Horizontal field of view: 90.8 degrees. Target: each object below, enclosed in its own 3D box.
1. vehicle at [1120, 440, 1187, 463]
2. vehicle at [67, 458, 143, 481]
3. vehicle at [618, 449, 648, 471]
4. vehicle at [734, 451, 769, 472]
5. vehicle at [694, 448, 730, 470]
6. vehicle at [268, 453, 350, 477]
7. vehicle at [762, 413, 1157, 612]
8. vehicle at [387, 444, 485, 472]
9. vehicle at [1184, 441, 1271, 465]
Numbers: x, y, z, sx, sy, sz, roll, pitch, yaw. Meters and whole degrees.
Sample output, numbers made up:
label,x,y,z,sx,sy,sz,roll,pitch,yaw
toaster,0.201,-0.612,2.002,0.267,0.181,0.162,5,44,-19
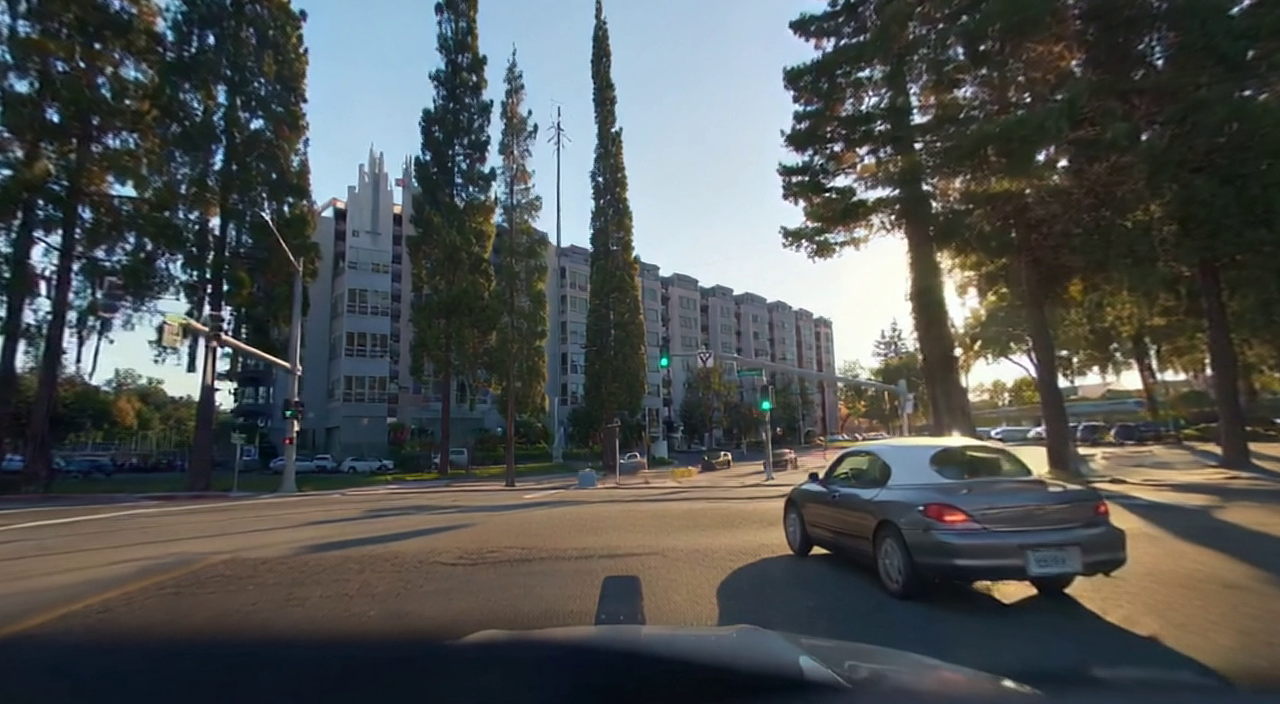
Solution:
label,x,y,z,sx,sy,sz,roll,pitch,yaw
vehicle,35.365,6.885,43.593,1.649,1.463,3.507,-1,-10,1
vehicle,-35.862,7.865,42.478,1.709,1.410,3.945,0,-9,-1
vehicle,-0.529,7.664,45.023,2.024,1.489,4.613,0,-9,-1
vehicle,7.896,7.761,44.987,1.889,1.358,3.751,0,-9,1
vehicle,5.016,7.553,44.724,1.983,1.453,4.180,0,-9,-1
vehicle,-21.189,7.252,40.591,4.207,1.508,1.875,-1,-9,3
vehicle,2.982,1.593,7.187,1.903,1.529,4.254,1,-9,-6
vehicle,-14.199,7.420,44.245,6.021,1.868,2.172,0,-9,1
vehicle,40.878,7.098,44.106,2.029,1.521,4.015,-1,-10,-2
